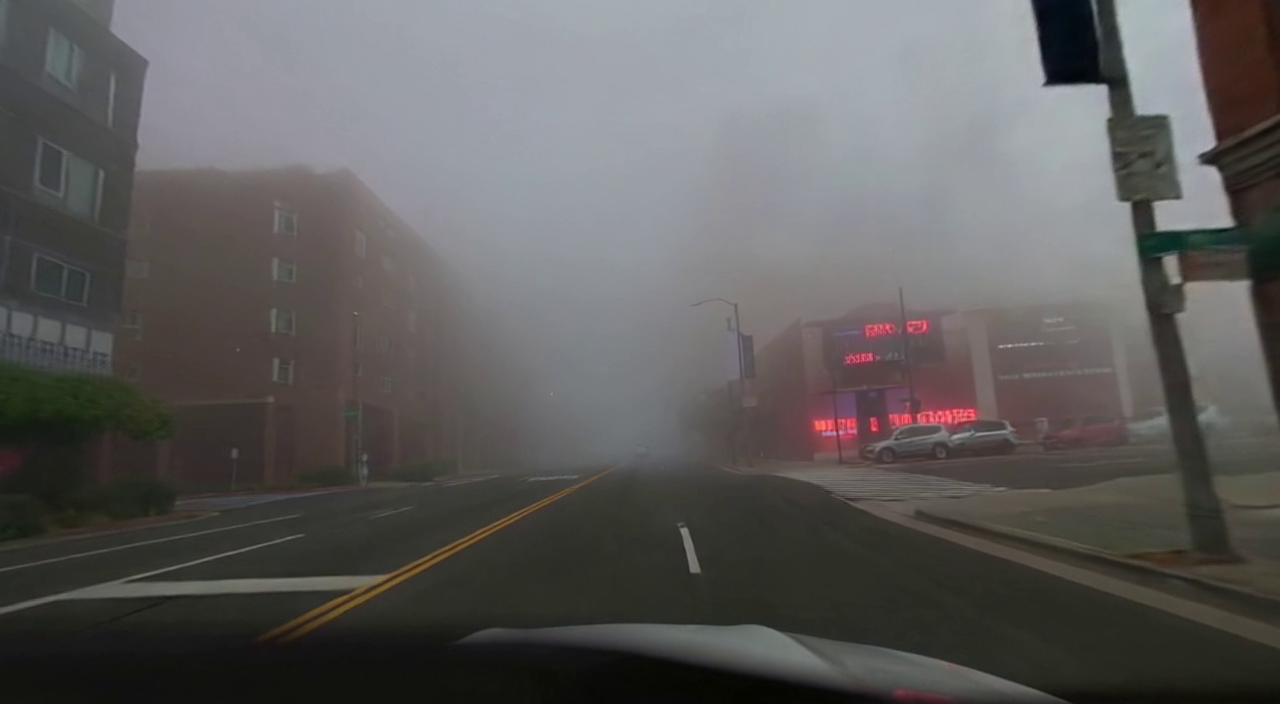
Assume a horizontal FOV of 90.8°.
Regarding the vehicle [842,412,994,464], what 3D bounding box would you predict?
[{"bbox_3d":[10.201,3.236,23.592,4.694,1.826,2.226,-2,-9,10],"label":"vehicle"}]
